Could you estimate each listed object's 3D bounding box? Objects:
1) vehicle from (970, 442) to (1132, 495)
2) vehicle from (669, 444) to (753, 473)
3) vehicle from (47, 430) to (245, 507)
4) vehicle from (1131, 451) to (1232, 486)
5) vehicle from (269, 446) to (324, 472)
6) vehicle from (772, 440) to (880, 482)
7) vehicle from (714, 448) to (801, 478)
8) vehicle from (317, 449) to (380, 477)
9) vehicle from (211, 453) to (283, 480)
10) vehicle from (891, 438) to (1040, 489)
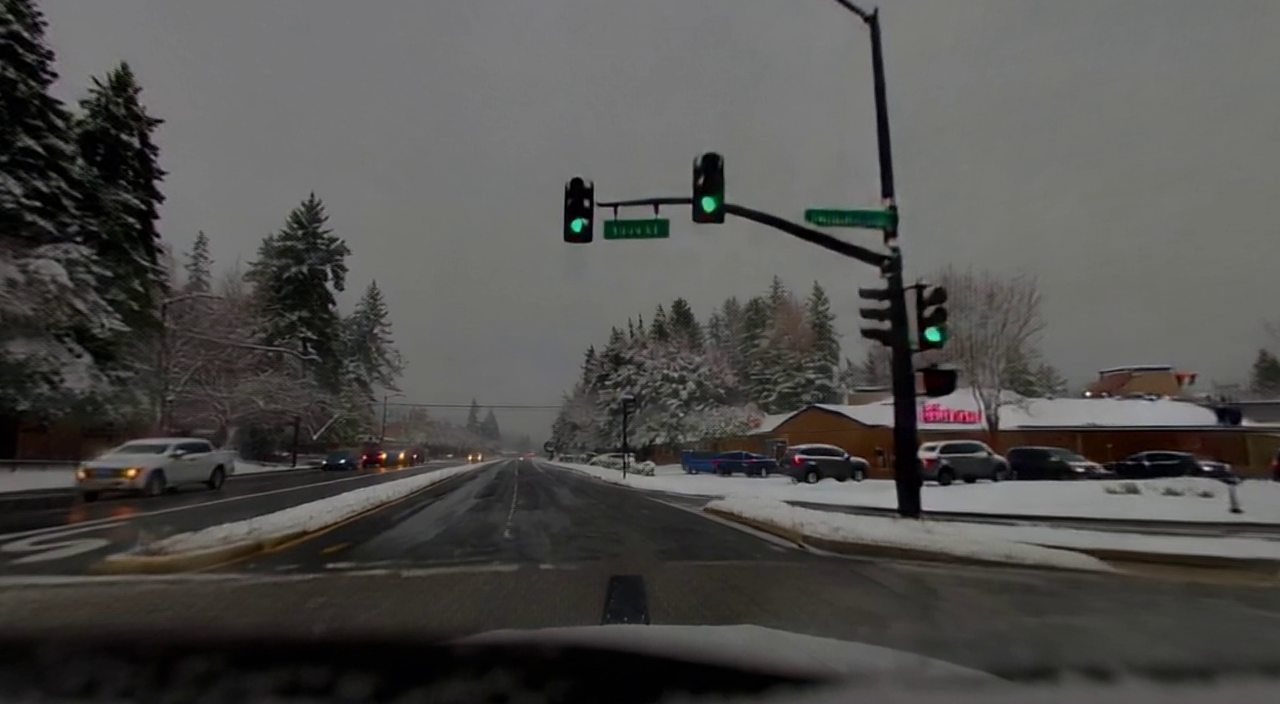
[{"bbox_3d":[14.118,3.972,21.788,4.375,1.685,2.045,2,-9,-11],"label":"vehicle"},{"bbox_3d":[4.420,6.706,39.747,4.843,1.748,1.985,2,-9,-14],"label":"vehicle"},{"bbox_3d":[-13.602,3.222,17.931,2.049,1.817,5.292,2,-9,-10],"label":"vehicle"},{"bbox_3d":[24.840,5.286,28.904,4.324,1.437,1.865,4,-10,-26],"label":"vehicle"},{"bbox_3d":[-25.242,7.843,46.524,1.882,1.706,4.938,0,-7,-8],"label":"vehicle"},{"bbox_3d":[8.461,4.920,28.641,4.669,1.770,1.896,5,-10,-28],"label":"vehicle"},{"bbox_3d":[6.275,5.912,33.749,4.257,1.474,1.751,3,-9,-17],"label":"vehicle"},{"bbox_3d":[-16.200,6.175,35.255,1.951,1.436,4.624,1,-9,-9],"label":"vehicle"},{"bbox_3d":[-23.917,6.953,38.542,2.019,1.471,4.600,2,-9,-9],"label":"vehicle"},{"bbox_3d":[12.729,4.306,24.657,5.314,1.829,2.018,3,-9,-20],"label":"vehicle"}]
